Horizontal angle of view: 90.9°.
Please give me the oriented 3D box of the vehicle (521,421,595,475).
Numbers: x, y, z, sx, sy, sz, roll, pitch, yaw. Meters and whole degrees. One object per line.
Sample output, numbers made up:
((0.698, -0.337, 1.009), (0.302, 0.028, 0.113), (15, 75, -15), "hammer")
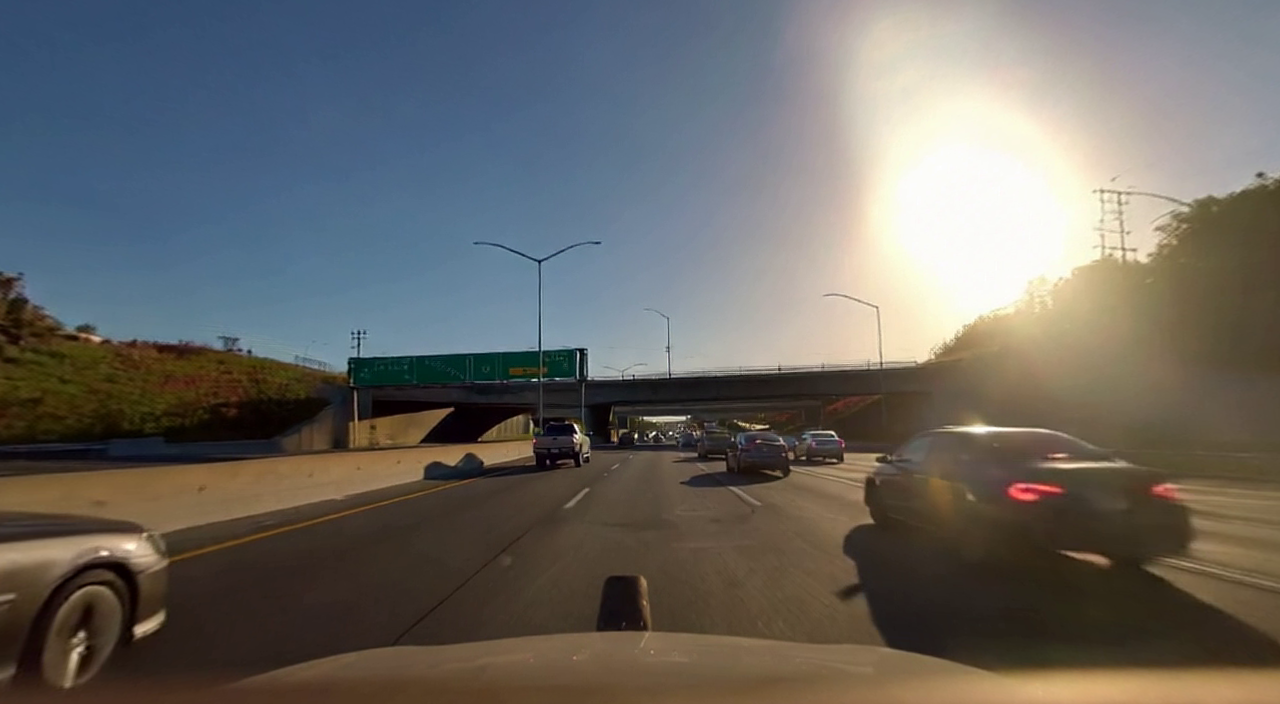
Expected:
((-2.873, 3.471, 22.991), (2.006, 1.741, 4.277), (-1, -8, 2), "vehicle")

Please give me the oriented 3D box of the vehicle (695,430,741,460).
((4.166, 5.060, 34.367), (1.933, 1.492, 4.125), (-1, -8, 0), "vehicle")

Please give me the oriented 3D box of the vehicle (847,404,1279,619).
((4.035, 1.447, 6.767), (2.088, 1.491, 4.549), (-1, -8, 0), "vehicle")

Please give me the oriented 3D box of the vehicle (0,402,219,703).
((-3.649, 0.831, 1.726), (1.914, 1.476, 4.416), (-1, -8, 1), "vehicle")

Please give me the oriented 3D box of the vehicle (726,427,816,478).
((4.231, 3.342, 21.193), (1.999, 1.482, 4.743), (-1, -8, 0), "vehicle")
